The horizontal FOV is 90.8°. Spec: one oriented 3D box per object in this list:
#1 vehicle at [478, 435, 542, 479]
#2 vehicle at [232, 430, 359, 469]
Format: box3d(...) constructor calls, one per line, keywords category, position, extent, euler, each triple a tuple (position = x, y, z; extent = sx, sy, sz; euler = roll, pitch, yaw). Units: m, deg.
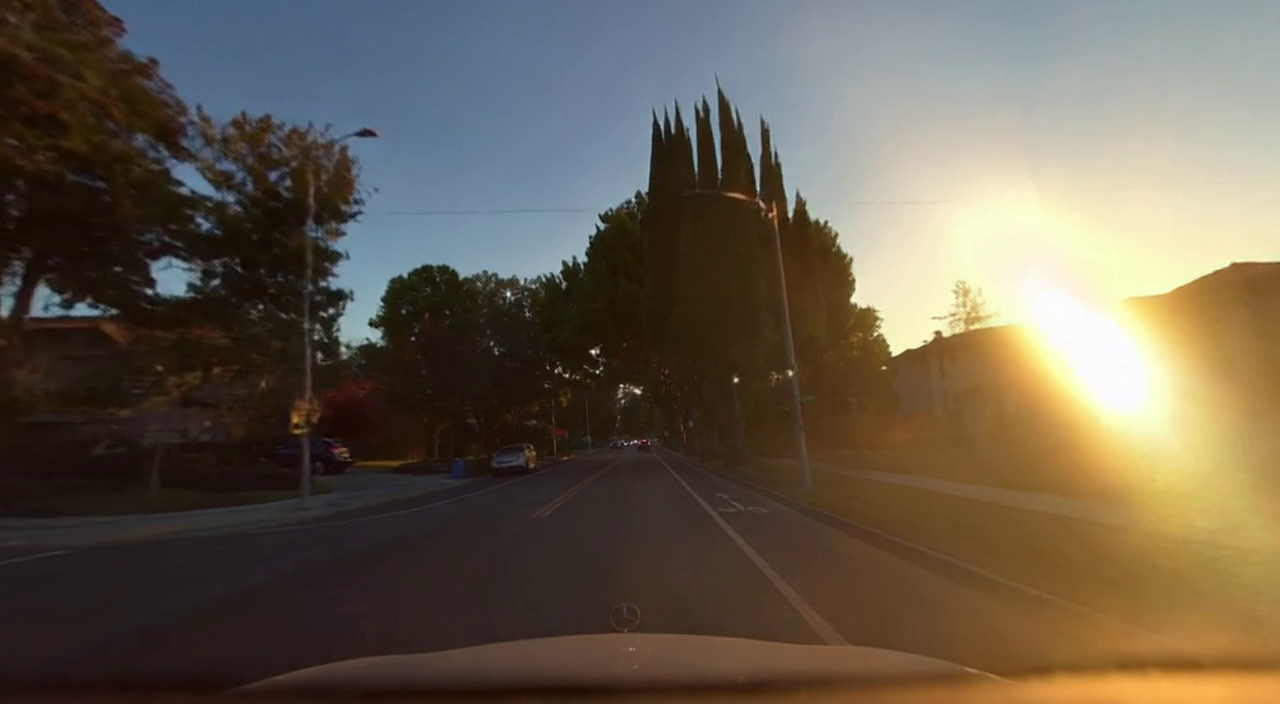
box3d(category="vehicle", position=(-6.572, 5.381, 32.521), extent=(2.176, 1.885, 5.174), euler=(-4, -9, -1))
box3d(category="vehicle", position=(-15.633, 4.441, 28.804), extent=(4.735, 1.712, 1.992), euler=(-2, -9, 9))
